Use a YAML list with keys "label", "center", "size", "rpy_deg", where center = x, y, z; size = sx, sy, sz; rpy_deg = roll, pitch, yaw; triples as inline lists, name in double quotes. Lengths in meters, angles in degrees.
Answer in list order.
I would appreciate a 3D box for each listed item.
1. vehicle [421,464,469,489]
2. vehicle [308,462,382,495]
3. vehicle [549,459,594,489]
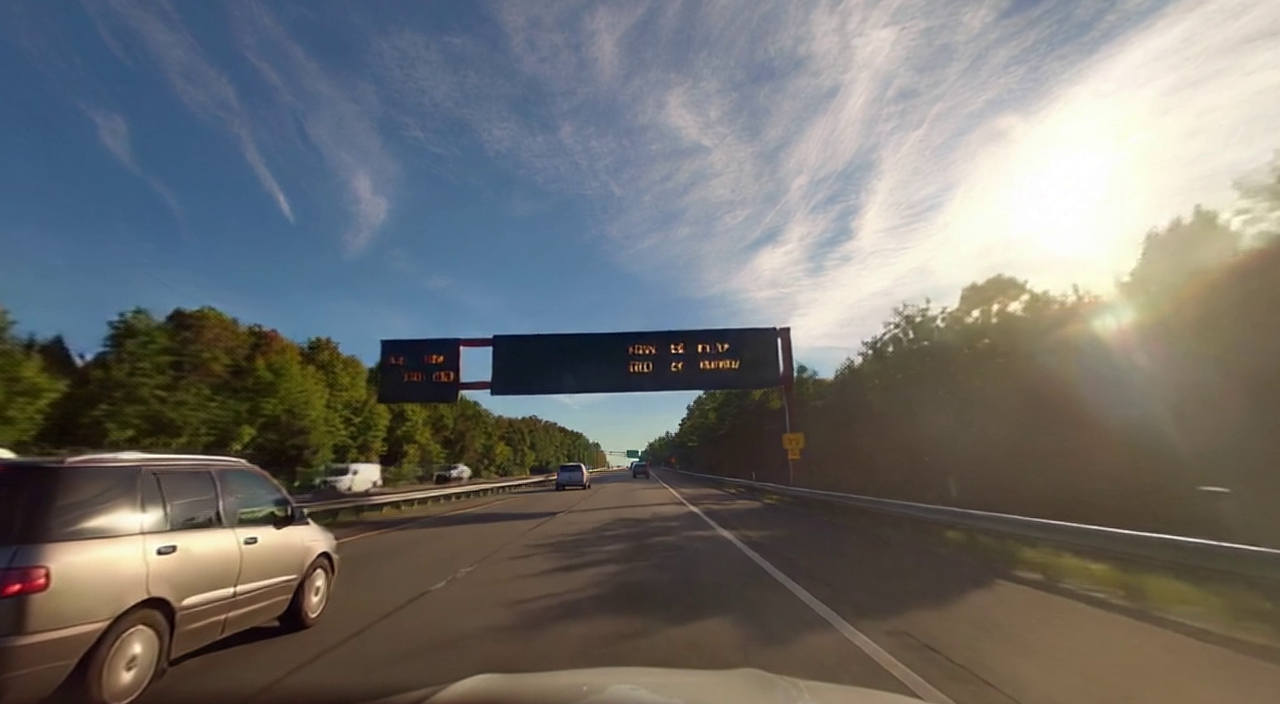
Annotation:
- label: "vehicle"
  center: [-13.961, 8.912, 45.337]
  size: [2.021, 1.674, 4.329]
  rpy_deg: [1, -10, 0]
- label: "vehicle"
  center: [-17.466, 7.512, 37.585]
  size: [1.931, 1.758, 4.915]
  rpy_deg: [0, -10, 1]
- label: "vehicle"
  center: [-3.866, 7.011, 36.365]
  size: [2.081, 1.586, 4.245]
  rpy_deg: [0, -10, 1]
